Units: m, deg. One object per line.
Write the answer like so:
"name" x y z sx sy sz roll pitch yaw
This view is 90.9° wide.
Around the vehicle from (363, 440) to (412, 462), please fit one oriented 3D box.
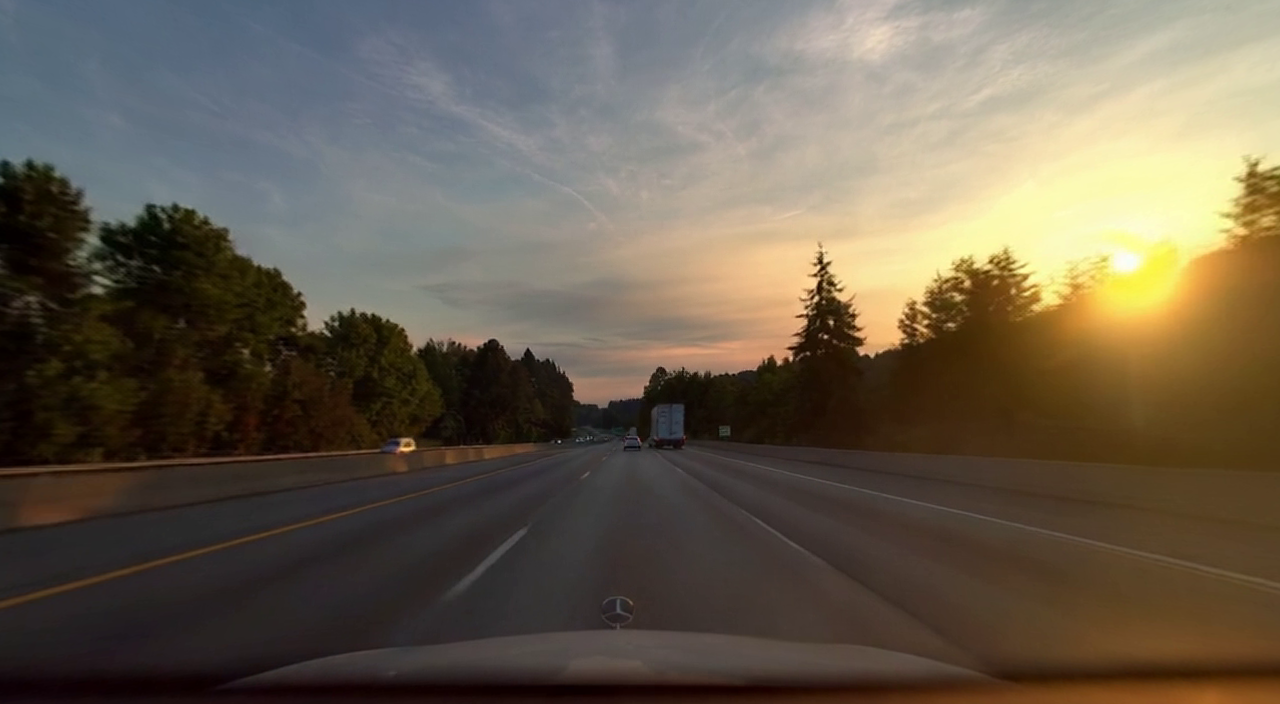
"vehicle" -17.248 6.758 43.263 1.719 1.428 3.944 0 -8 -1
